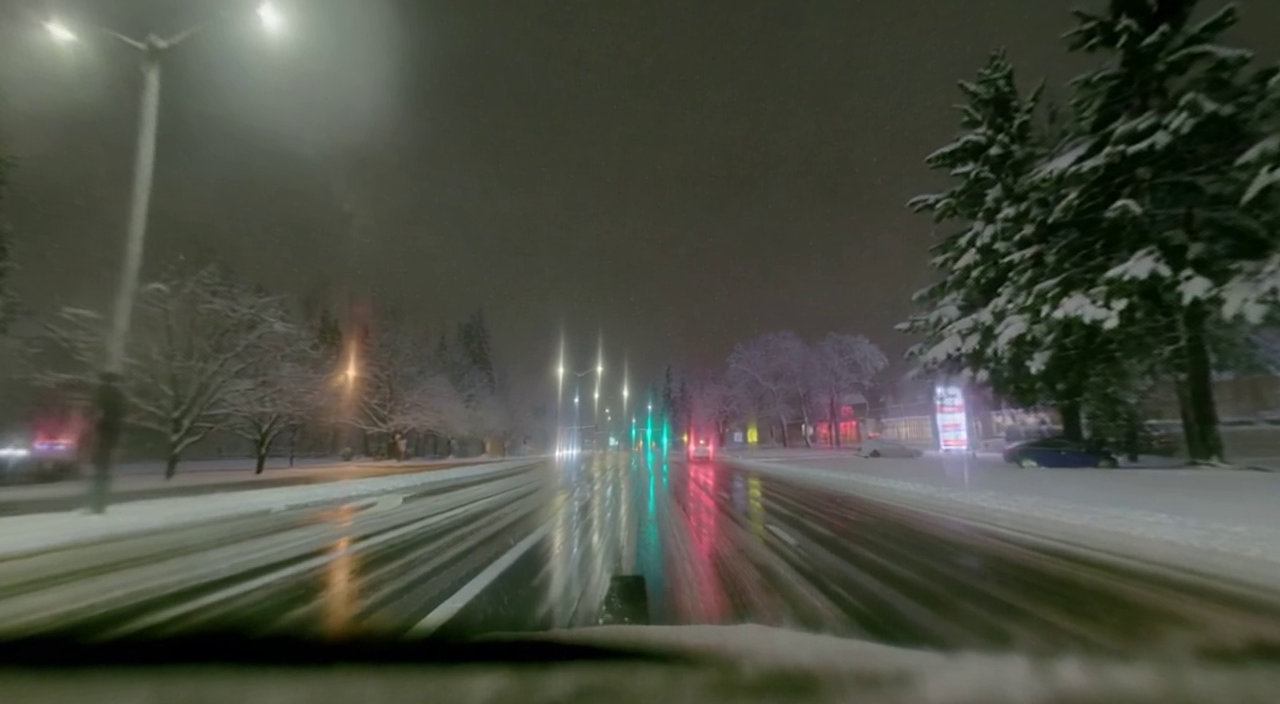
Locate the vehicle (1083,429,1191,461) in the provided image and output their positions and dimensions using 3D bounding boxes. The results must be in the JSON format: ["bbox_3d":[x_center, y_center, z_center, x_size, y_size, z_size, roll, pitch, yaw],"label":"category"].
[{"bbox_3d":[30.370,5.724,38.642,2.038,1.770,4.755,7,-12,-42],"label":"vehicle"}]

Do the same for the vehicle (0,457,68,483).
[{"bbox_3d":[-44.604,8.534,45.531,4.408,1.629,2.141,-3,-9,-2],"label":"vehicle"}]

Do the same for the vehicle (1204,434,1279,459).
[{"bbox_3d":[38.090,5.863,38.992,2.007,1.469,4.518,8,-12,-44],"label":"vehicle"}]

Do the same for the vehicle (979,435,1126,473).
[{"bbox_3d":[17.007,4.218,26.164,4.685,1.478,1.849,-1,-9,2],"label":"vehicle"}]

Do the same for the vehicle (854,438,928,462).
[{"bbox_3d":[17.282,6.753,43.543,4.233,1.562,2.143,0,-9,1],"label":"vehicle"}]

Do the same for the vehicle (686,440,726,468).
[{"bbox_3d":[4.133,6.439,39.937,2.007,1.683,4.171,0,-9,-1],"label":"vehicle"}]
